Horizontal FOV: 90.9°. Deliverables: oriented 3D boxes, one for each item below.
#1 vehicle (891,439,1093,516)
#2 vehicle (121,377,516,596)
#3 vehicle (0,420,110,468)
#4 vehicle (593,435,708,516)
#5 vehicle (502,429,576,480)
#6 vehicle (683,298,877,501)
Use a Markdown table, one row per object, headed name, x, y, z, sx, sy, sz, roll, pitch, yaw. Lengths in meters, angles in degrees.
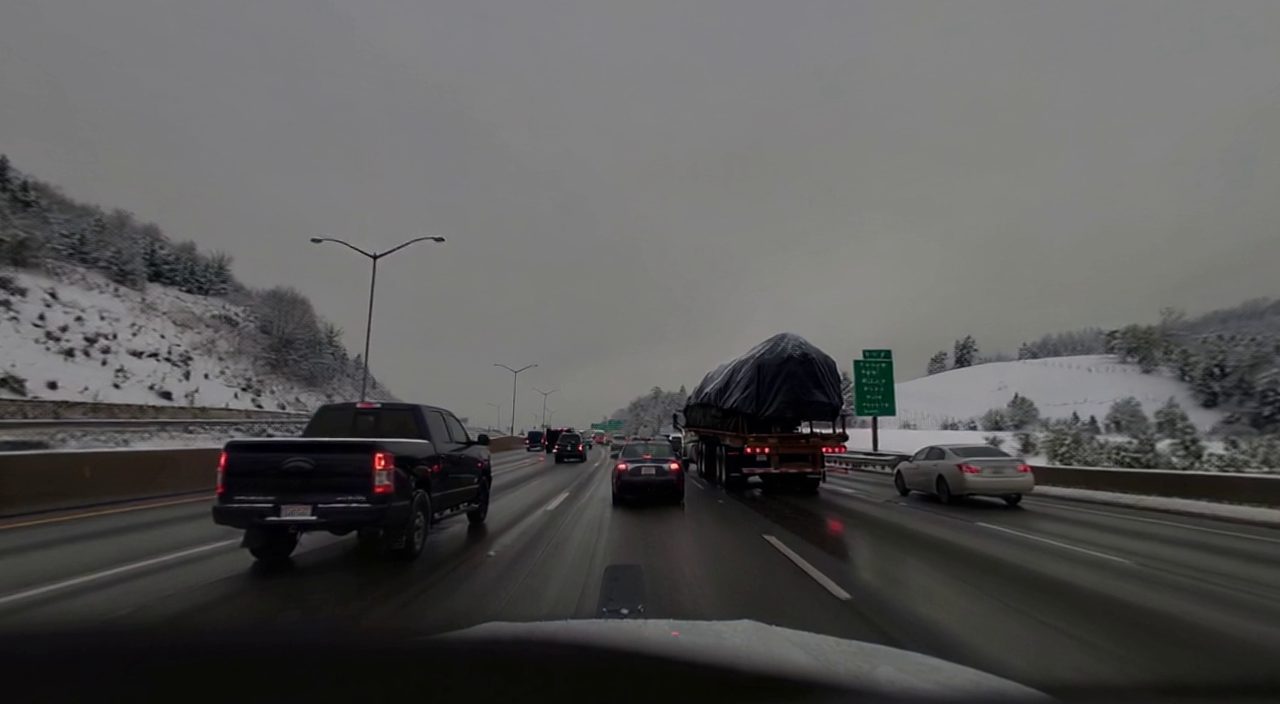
| name | x | y | z | sx | sy | sz | roll | pitch | yaw |
| --- | --- | --- | --- | --- | --- | --- | --- | --- | --- |
| vehicle | 7.743 | 2.762 | 14.480 | 2.092 | 1.495 | 4.194 | 0 | -8 | -2 |
| vehicle | -3.334 | 1.557 | 8.256 | 2.318 | 1.902 | 5.374 | 0 | -8 | 0 |
| vehicle | -22.124 | 3.322 | 22.687 | 1.953 | 1.555 | 4.995 | 0 | -8 | -3 |
| vehicle | 0.144 | 2.573 | 13.645 | 2.105 | 1.471 | 3.978 | 0 | -8 | -2 |
| vehicle | -3.895 | 4.063 | 25.302 | 2.348 | 1.821 | 5.061 | 0 | -8 | -2 |
| vehicle | 3.170 | 1.698 | 18.186 | 2.759 | 4.098 | 10.906 | 0 | -8 | -2 |
